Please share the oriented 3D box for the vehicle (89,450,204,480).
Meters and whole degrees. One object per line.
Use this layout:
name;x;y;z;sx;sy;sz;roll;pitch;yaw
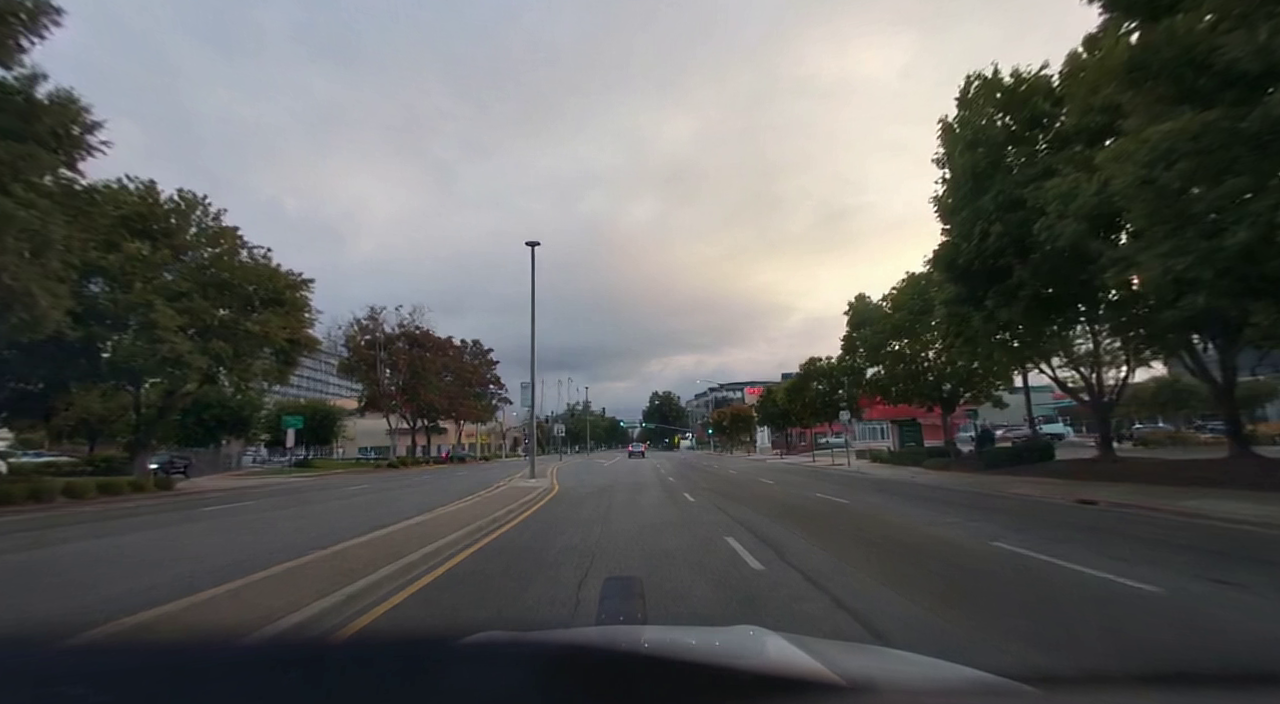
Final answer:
vehicle;-29.019;6.657;37.235;5.122;1.686;1.967;0;-9;1
